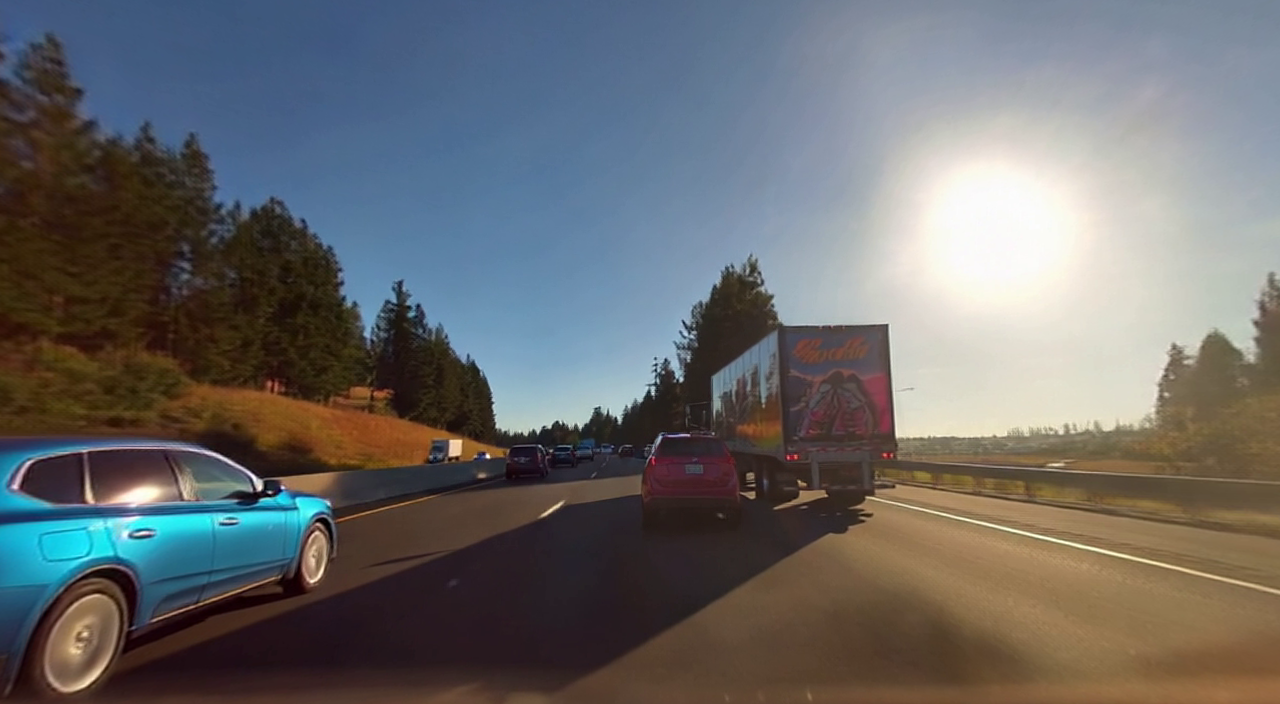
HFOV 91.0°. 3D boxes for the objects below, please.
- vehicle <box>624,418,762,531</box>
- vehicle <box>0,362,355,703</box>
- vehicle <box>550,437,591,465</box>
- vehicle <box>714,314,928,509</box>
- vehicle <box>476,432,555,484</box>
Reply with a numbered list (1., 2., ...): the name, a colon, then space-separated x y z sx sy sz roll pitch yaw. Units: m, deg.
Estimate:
1. vehicle: 0.745 2.089 11.223 2.017 1.662 3.543 0 -8 -2
2. vehicle: -4.014 1.076 4.292 1.983 1.666 4.452 0 -8 1
3. vehicle: -4.276 6.163 39.340 2.014 1.683 4.275 0 -8 1
4. vehicle: 4.587 2.225 20.301 2.828 4.081 14.220 0 -8 0
5. vehicle: -4.231 3.641 21.945 1.905 1.642 3.803 0 -8 1
